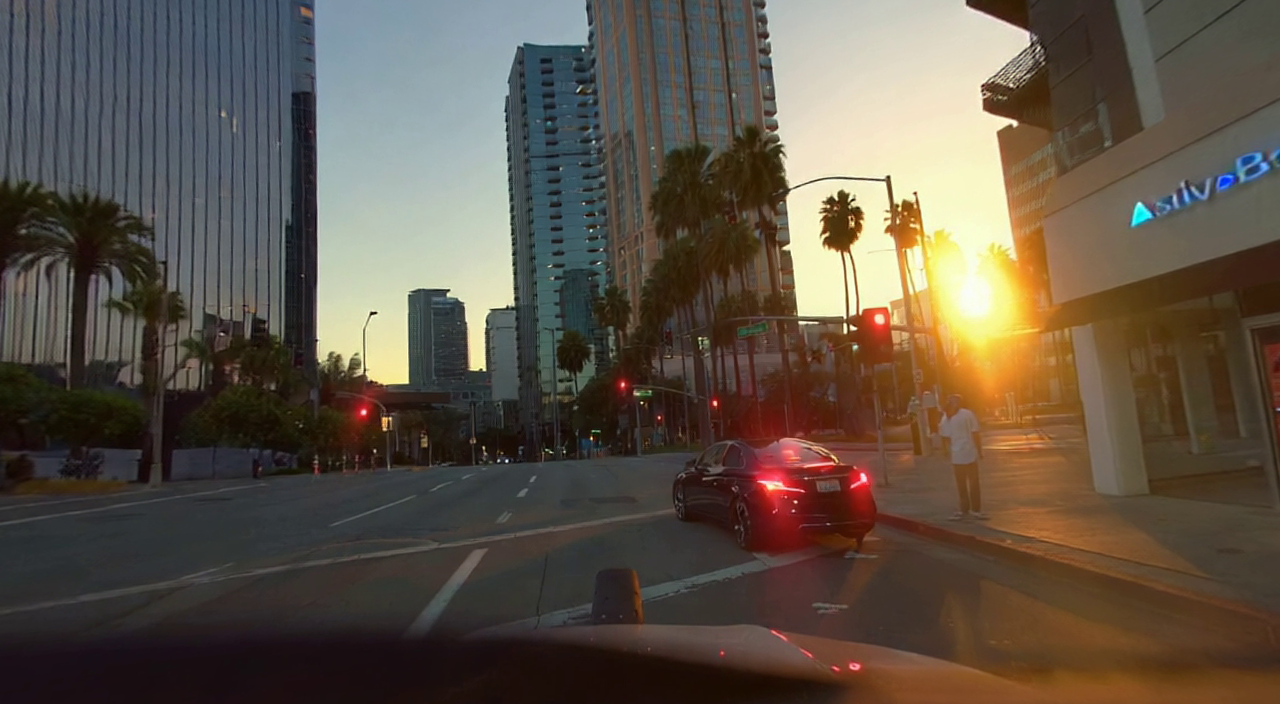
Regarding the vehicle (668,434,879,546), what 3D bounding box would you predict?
[{"bbox_3d":[1.921,2.186,10.873,2.090,1.466,4.676,1,-8,-7],"label":"vehicle"}]
